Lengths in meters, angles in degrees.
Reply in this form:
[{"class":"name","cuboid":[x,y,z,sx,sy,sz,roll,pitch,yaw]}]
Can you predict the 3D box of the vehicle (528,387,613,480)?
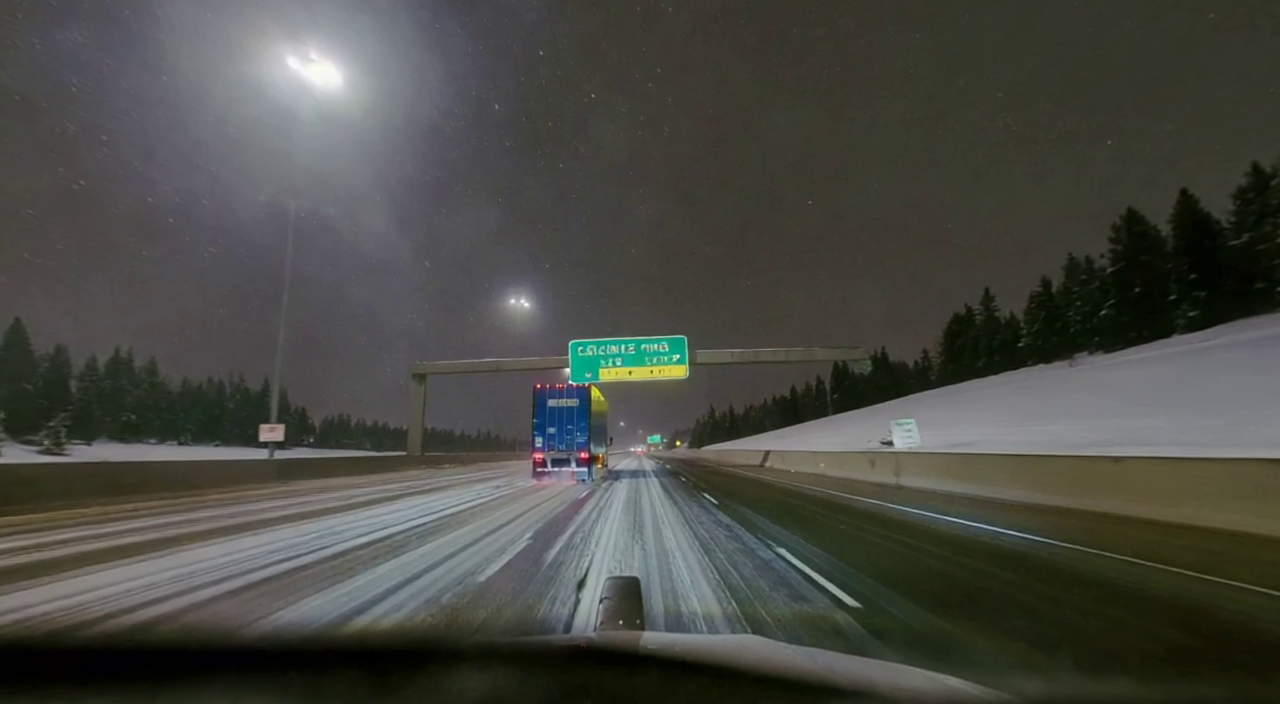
[{"class":"vehicle","cuboid":[-3.220,4.336,32.596,3.059,3.956,11.036,0,-9,0]}]
